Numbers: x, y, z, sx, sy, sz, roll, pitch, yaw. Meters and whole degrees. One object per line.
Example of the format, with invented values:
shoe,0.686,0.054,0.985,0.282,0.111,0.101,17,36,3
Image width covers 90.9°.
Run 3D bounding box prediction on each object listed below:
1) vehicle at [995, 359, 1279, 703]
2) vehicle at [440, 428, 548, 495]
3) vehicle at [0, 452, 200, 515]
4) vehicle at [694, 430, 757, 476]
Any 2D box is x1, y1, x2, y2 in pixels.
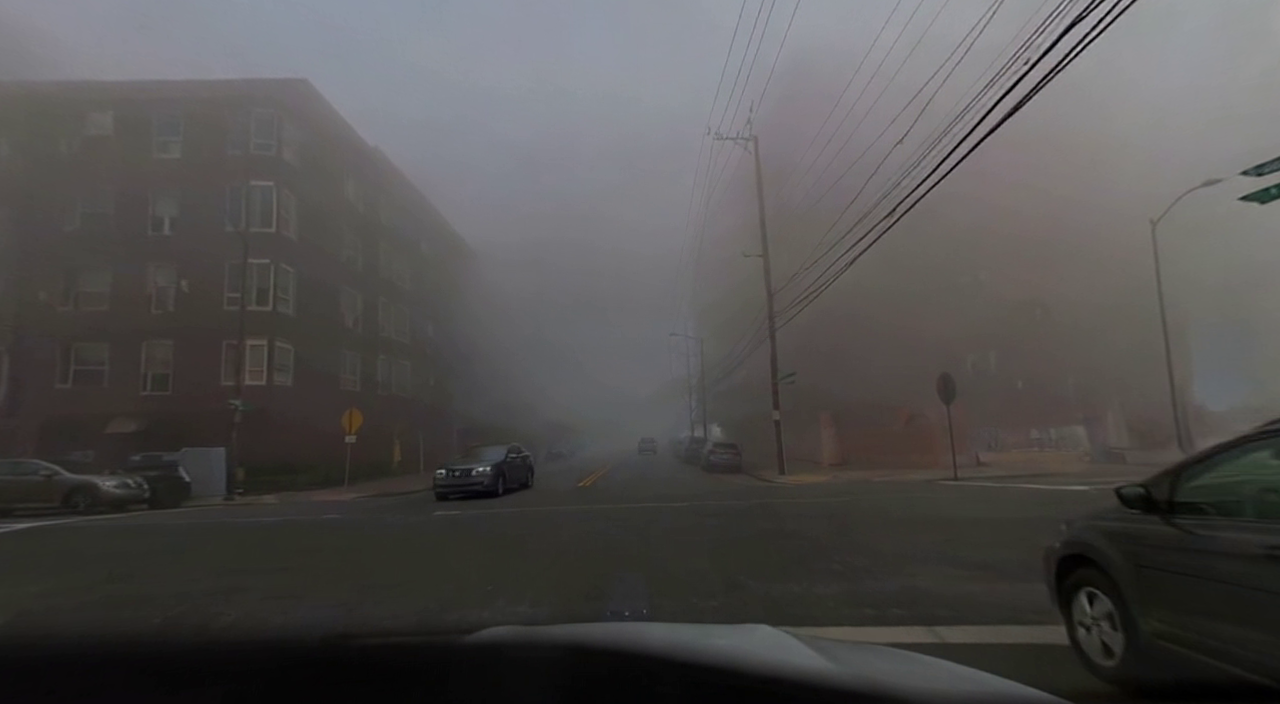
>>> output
vehicle,3.487,0.849,2.249,1.994,1.697,4.274,-1,-8,1
vehicle,-4.382,3.386,19.827,2.201,1.801,4.750,-1,-9,0
vehicle,-17.293,4.085,19.827,5.354,1.773,1.991,0,-9,0
vehicle,3.695,4.480,28.096,2.164,1.721,4.416,-4,-9,1
